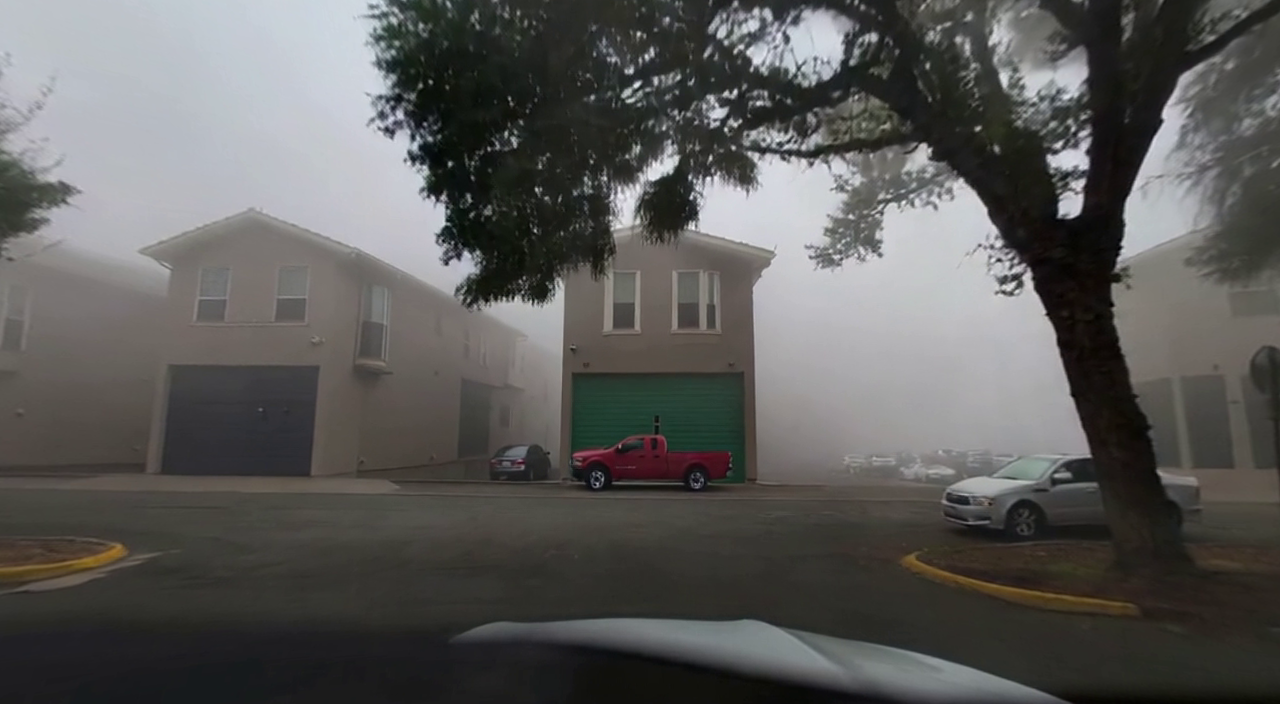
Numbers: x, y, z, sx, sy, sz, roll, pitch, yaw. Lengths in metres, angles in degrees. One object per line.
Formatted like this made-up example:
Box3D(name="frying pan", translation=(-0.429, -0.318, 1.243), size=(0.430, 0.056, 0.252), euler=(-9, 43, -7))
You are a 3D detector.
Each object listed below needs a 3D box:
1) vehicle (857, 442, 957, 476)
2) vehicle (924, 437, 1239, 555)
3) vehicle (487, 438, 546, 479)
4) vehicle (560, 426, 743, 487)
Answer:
Box3D(name="vehicle", translation=(14.326, 5.752, 34.062), size=(4.383, 1.784, 2.211), euler=(0, -8, 0))
Box3D(name="vehicle", translation=(7.470, 2.372, 10.954), size=(4.074, 1.617, 2.112), euler=(1, -4, -8))
Box3D(name="vehicle", translation=(-5.528, 4.761, 28.617), size=(1.869, 1.460, 3.826), euler=(-3, -5, 0))
Box3D(name="vehicle", translation=(0.341, 3.360, 20.443), size=(5.600, 1.835, 2.161), euler=(0, -9, -1))
